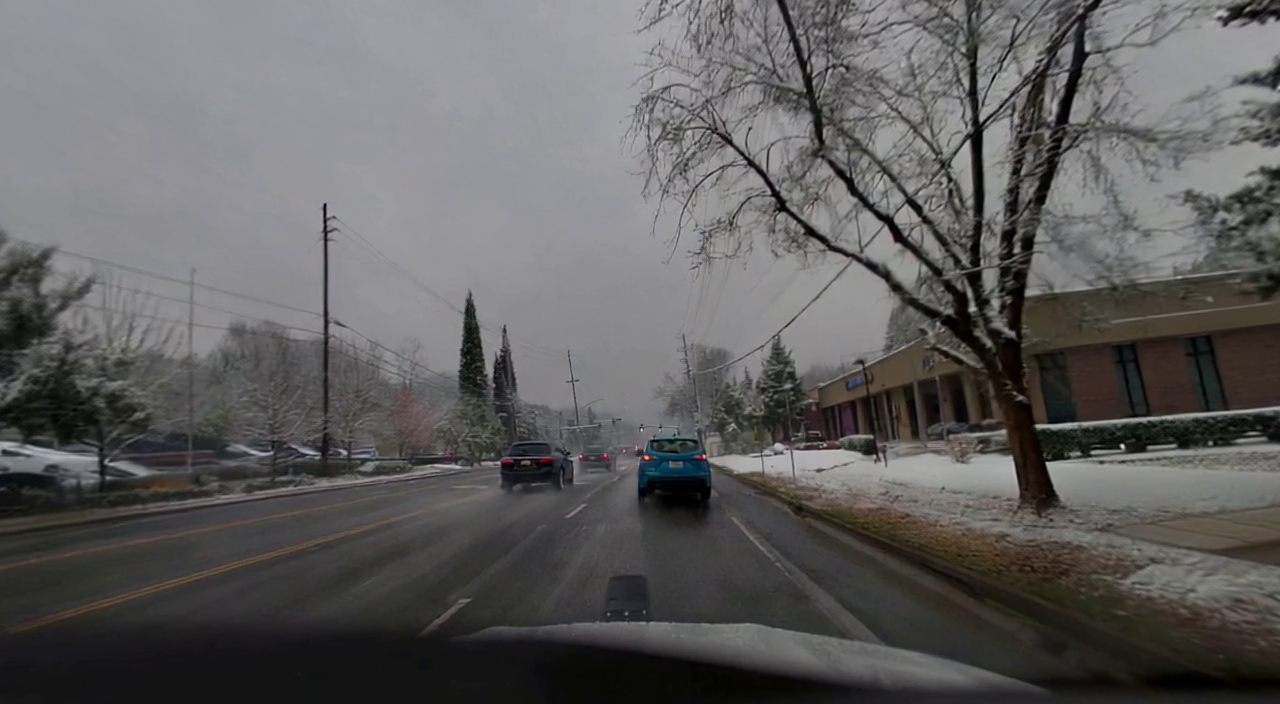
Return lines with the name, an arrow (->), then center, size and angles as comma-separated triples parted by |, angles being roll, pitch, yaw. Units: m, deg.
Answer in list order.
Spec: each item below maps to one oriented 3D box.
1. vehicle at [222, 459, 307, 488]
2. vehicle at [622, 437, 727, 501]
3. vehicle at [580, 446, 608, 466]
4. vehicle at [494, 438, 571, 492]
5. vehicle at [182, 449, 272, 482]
vehicle -> -22.487, 7.275, 38.011 | 1.862, 1.468, 4.708 | -1, -8, 6
vehicle -> 0.829, 3.290, 18.242 | 2.108, 1.612, 4.246 | 2, -8, -10
vehicle -> -3.576, 8.192, 49.682 | 1.951, 1.516, 3.684 | 0, -8, 1
vehicle -> -3.668, 3.928, 22.254 | 1.862, 1.694, 4.315 | 0, -8, 1
vehicle -> -28.451, 7.800, 43.479 | 4.703, 2.084, 2.143 | -1, -8, 5
